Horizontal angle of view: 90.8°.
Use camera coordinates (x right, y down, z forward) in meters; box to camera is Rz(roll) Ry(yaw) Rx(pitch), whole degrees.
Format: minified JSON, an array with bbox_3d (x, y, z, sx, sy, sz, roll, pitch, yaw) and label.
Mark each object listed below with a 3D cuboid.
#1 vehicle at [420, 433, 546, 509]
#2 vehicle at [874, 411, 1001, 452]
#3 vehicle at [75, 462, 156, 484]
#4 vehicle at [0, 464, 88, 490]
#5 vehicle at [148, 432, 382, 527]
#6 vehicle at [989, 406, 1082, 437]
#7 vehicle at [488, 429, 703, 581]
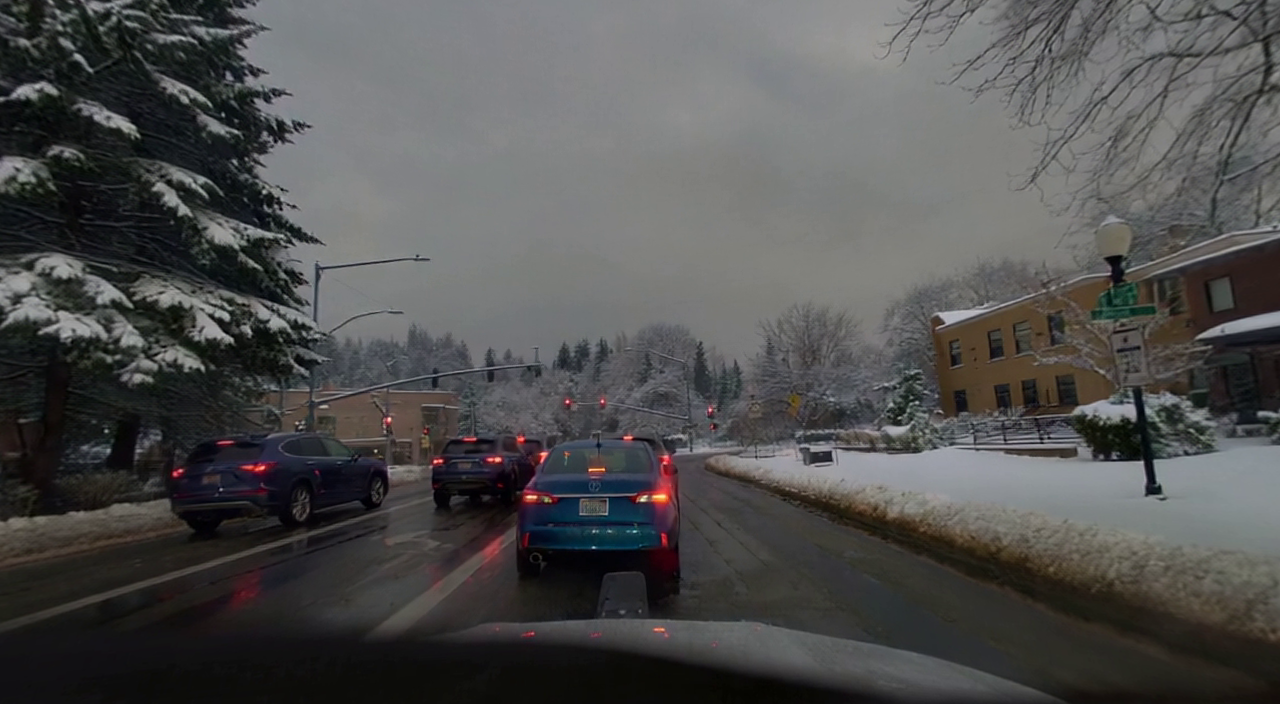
[{"bbox_3d":[-3.624,2.821,15.382,1.969,1.570,4.019,0,-9,1],"label":"vehicle"},{"bbox_3d":[13.938,3.781,29.829,4.975,1.809,1.956,0,-9,2],"label":"vehicle"},{"bbox_3d":[-36.358,8.410,43.882,3.918,1.423,1.861,0,-9,-1],"label":"vehicle"},{"bbox_3d":[-36.633,7.618,38.550,4.093,1.440,1.804,0,-9,0],"label":"vehicle"},{"bbox_3d":[-7.281,2.503,12.942,2.096,1.593,4.288,0,-9,1],"label":"vehicle"},{"bbox_3d":[28.048,4.982,45.076,5.333,1.880,2.130,-7,-9,29],"label":"vehicle"},{"bbox_3d":[-0.420,1.805,8.241,2.104,1.472,3.946,0,-9,0],"label":"vehicle"}]
